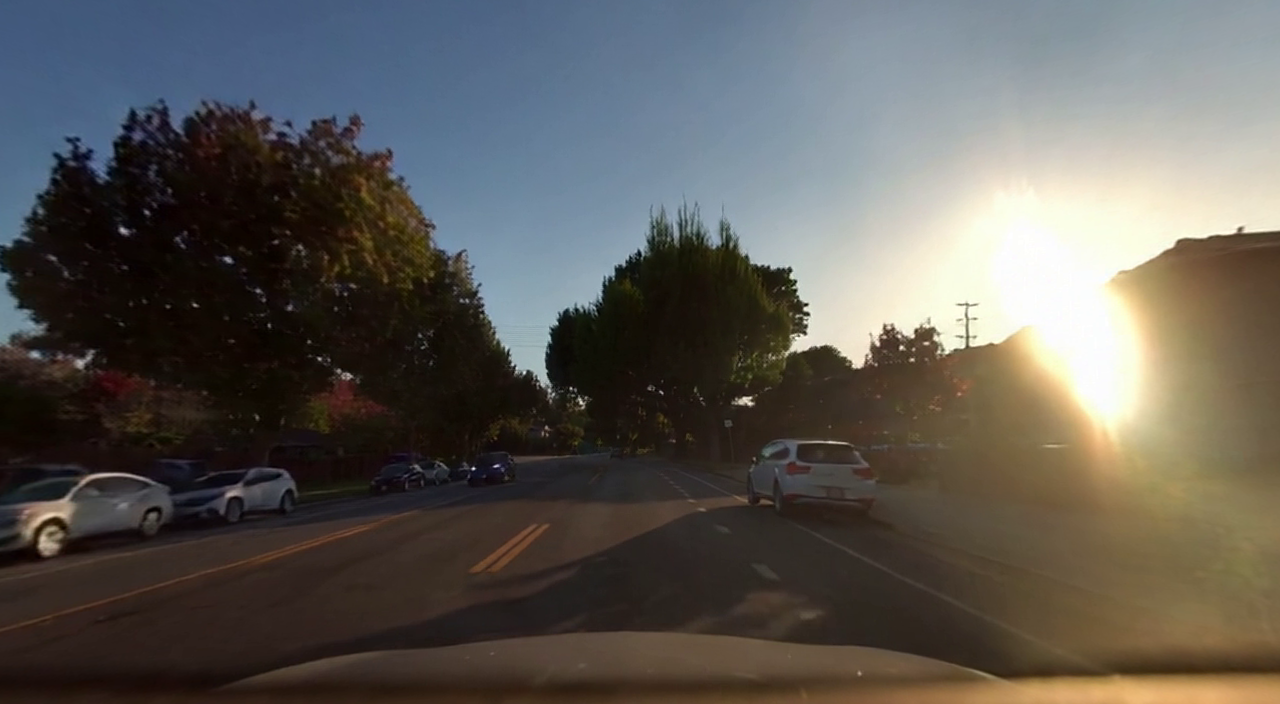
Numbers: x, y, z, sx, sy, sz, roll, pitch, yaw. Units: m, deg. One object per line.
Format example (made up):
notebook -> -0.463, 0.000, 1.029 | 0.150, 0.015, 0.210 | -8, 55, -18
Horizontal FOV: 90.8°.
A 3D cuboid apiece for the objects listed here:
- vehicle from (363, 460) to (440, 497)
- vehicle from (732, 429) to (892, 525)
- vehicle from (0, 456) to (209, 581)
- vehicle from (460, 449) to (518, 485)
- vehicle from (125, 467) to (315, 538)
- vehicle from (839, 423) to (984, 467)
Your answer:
vehicle -> -11.102, 5.920, 29.795 | 1.922, 1.496, 4.598 | 0, -9, -1
vehicle -> 3.687, 2.799, 14.859 | 2.176, 1.793, 5.534 | 0, -9, 0
vehicle -> -11.017, 2.967, 12.128 | 2.293, 1.836, 4.586 | 0, -9, -2
vehicle -> -7.670, 5.852, 32.493 | 2.090, 1.724, 4.270 | 1, -9, -2
vehicle -> -11.081, 3.959, 17.199 | 1.958, 1.493, 4.671 | 0, -9, 0
vehicle -> 12.495, 4.349, 29.464 | 5.437, 1.931, 2.837 | 0, -9, 1
